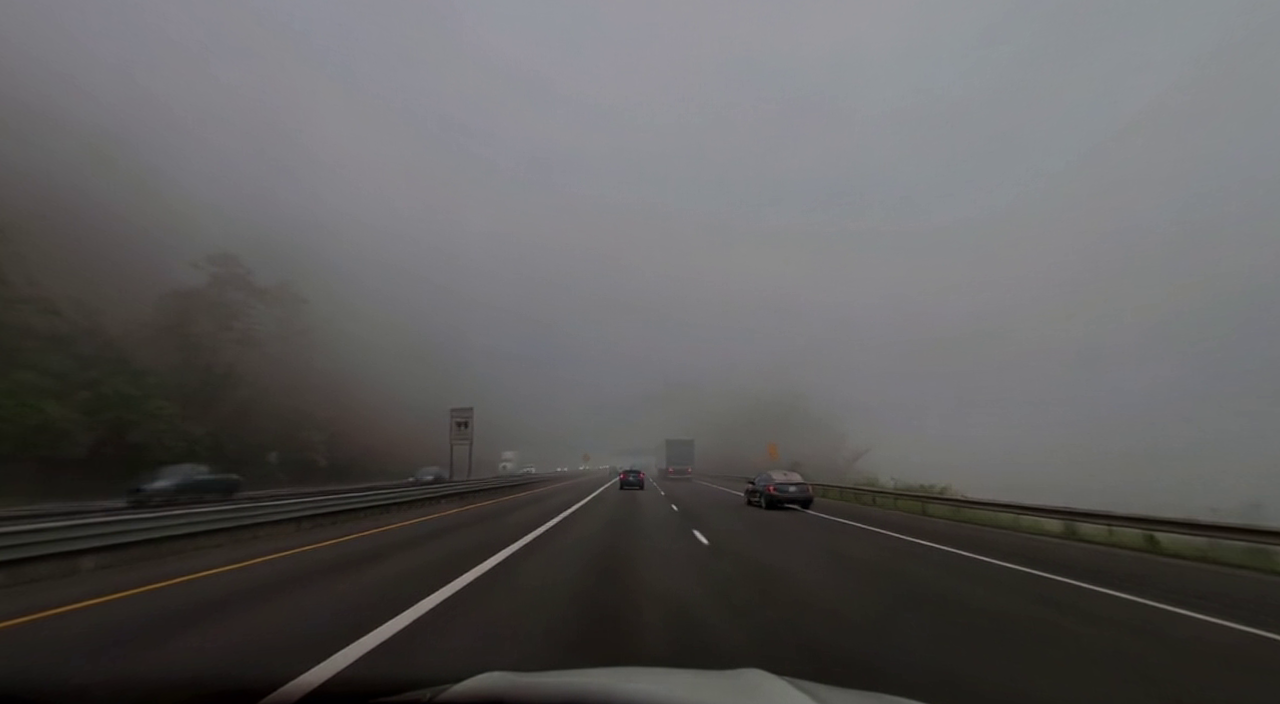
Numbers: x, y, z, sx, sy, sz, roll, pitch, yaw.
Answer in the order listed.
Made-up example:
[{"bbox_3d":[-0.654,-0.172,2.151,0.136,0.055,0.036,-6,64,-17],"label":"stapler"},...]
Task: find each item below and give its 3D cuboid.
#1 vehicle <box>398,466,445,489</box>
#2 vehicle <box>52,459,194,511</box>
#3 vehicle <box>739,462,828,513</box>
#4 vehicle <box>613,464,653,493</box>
[{"bbox_3d":[-16.561,9.511,47.971,1.910,1.585,4.351,1,-10,0],"label":"vehicle"},{"bbox_3d":[-19.974,5.136,24.620,1.911,1.773,4.182,1,-10,0],"label":"vehicle"},{"bbox_3d":[4.658,4.489,21.153,1.897,1.476,4.334,1,-10,-1],"label":"vehicle"},{"bbox_3d":[-0.397,6.861,34.283,2.010,1.436,3.973,1,-10,-1],"label":"vehicle"}]
